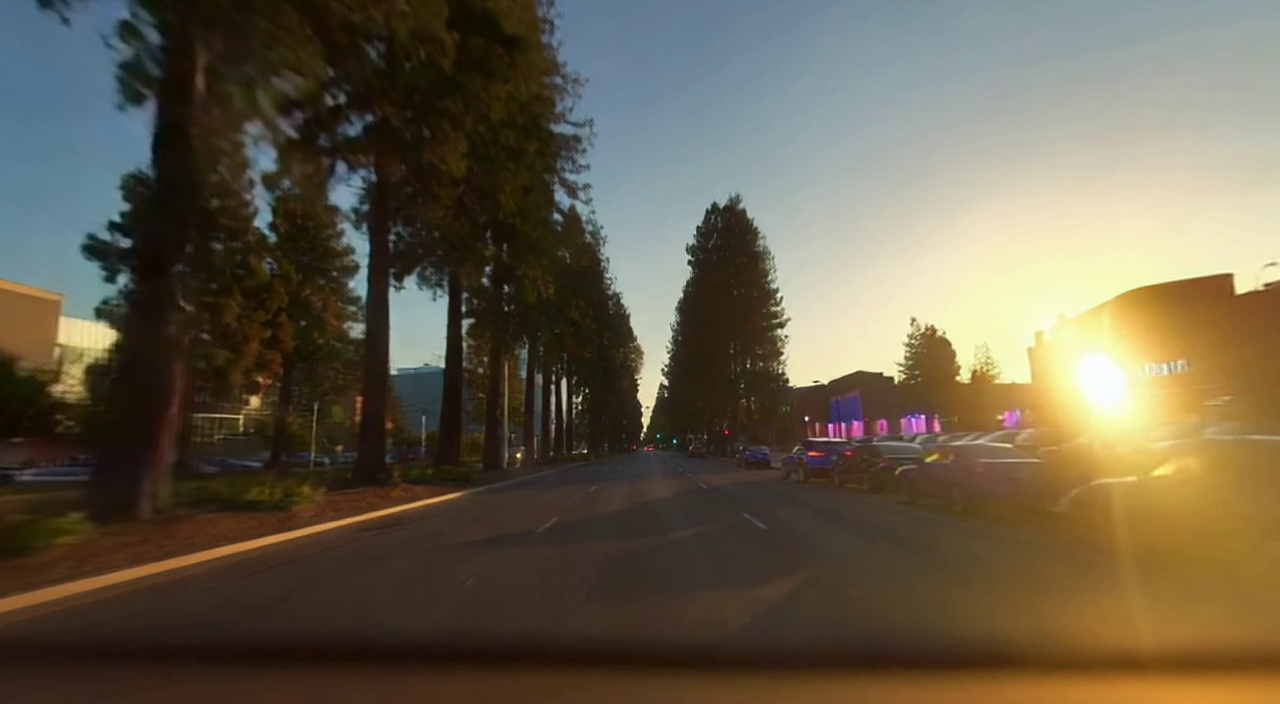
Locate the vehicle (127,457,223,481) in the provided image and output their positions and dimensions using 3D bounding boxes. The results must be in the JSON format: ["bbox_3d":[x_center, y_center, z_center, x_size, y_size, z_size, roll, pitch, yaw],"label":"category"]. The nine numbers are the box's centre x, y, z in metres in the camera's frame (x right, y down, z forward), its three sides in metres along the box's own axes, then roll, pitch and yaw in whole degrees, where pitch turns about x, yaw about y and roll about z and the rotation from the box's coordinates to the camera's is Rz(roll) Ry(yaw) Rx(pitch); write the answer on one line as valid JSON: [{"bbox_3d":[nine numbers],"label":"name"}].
[{"bbox_3d":[-31.452,7.901,42.739,4.795,1.555,2.221,0,-9,2],"label":"vehicle"}]

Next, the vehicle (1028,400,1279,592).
[{"bbox_3d":[6.886,1.492,6.984,2.084,1.736,4.754,0,-9,0],"label":"vehicle"}]

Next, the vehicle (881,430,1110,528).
[{"bbox_3d":[6.945,2.515,13.124,1.986,1.634,4.783,0,-8,0],"label":"vehicle"}]

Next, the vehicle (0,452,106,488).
[{"bbox_3d":[-32.265,6.339,33.895,4.963,1.714,2.311,-2,-9,-1],"label":"vehicle"}]

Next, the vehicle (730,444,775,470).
[{"bbox_3d":[7.376,6.910,41.765,2.122,1.602,4.928,-1,-9,1],"label":"vehicle"}]

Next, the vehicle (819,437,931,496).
[{"bbox_3d":[7.141,3.500,19.679,1.919,1.616,4.315,0,-8,1],"label":"vehicle"}]

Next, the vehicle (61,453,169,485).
[{"bbox_3d":[-32.225,7.178,38.754,4.663,1.861,2.194,0,-9,2],"label":"vehicle"}]
